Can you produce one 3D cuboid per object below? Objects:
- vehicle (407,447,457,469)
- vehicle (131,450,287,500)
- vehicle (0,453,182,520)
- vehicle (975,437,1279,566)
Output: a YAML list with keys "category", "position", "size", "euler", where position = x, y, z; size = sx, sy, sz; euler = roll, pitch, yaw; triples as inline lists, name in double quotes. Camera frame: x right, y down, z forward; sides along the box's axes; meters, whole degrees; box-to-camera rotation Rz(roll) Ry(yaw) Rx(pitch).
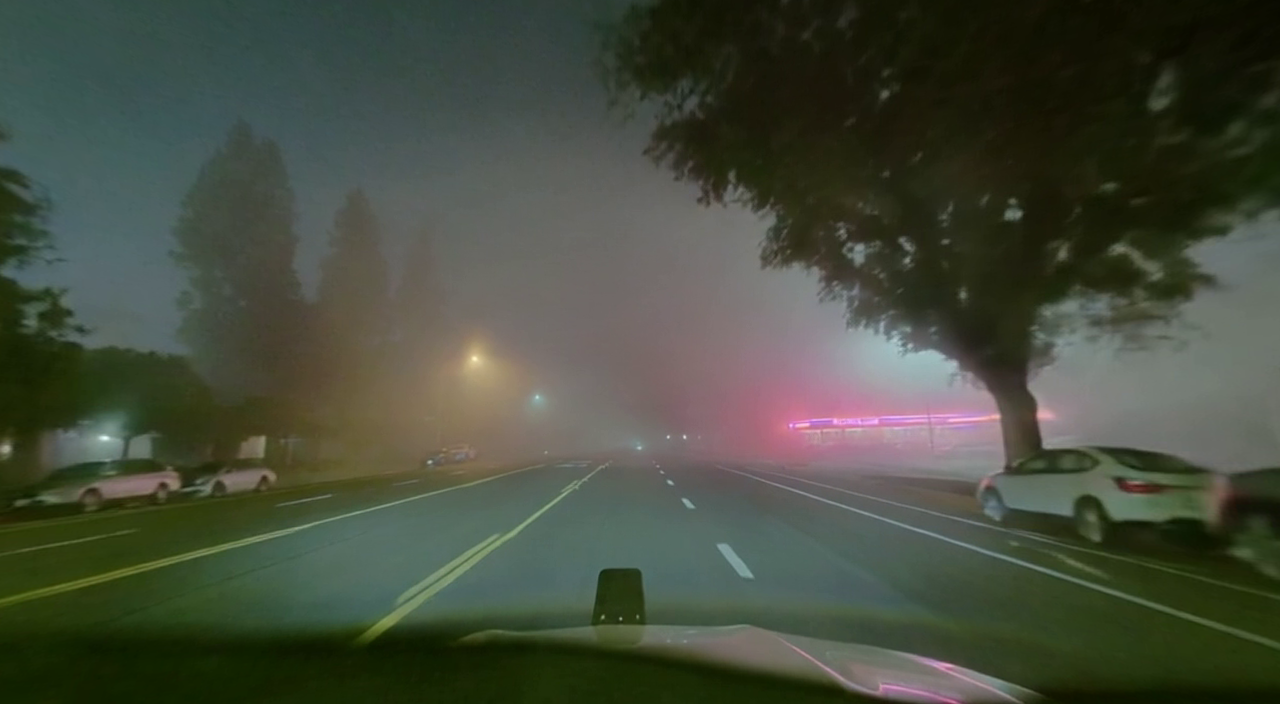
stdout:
- category: "vehicle"
  position: [-15.147, 7.708, 46.267]
  size: [2.106, 1.479, 4.541]
  euler: [0, -9, 1]
- category: "vehicle"
  position: [-14.820, 4.214, 22.162]
  size: [2.124, 1.501, 4.807]
  euler: [0, -9, -1]
- category: "vehicle"
  position: [-14.800, 3.463, 16.770]
  size: [1.836, 1.473, 4.413]
  euler: [-1, -9, 2]
- category: "vehicle"
  position: [7.252, 2.055, 9.532]
  size: [1.954, 1.460, 4.388]
  euler: [0, -9, 0]
